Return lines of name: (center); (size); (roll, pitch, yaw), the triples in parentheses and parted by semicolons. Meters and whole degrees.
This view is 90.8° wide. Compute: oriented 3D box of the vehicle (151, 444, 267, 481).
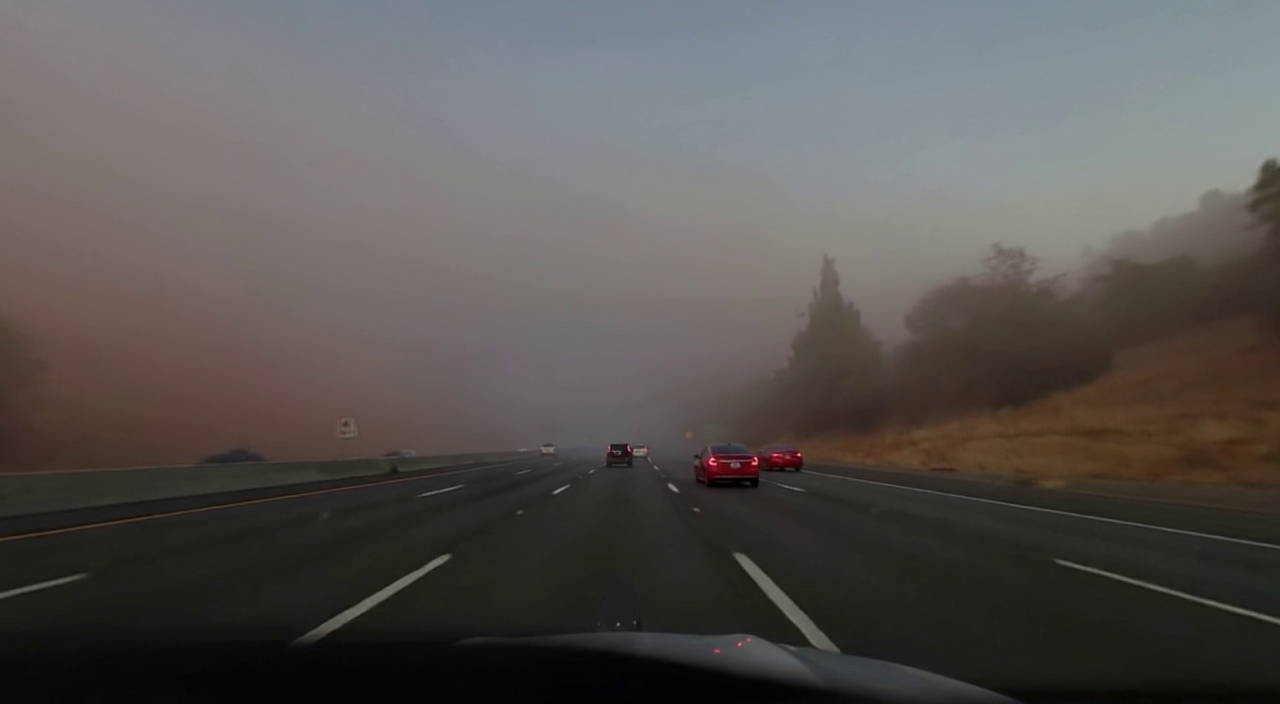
vehicle: (-22.626, 5.786, 33.536); (2.492, 1.756, 5.166); (0, -8, 0)

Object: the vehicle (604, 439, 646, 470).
vehicle: (-0.831, 5.944, 36.651); (2.277, 1.675, 4.023); (0, -8, 0)

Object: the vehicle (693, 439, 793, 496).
vehicle: (2.959, 3.442, 19.307); (2.120, 1.492, 4.734); (0, -8, -2)
